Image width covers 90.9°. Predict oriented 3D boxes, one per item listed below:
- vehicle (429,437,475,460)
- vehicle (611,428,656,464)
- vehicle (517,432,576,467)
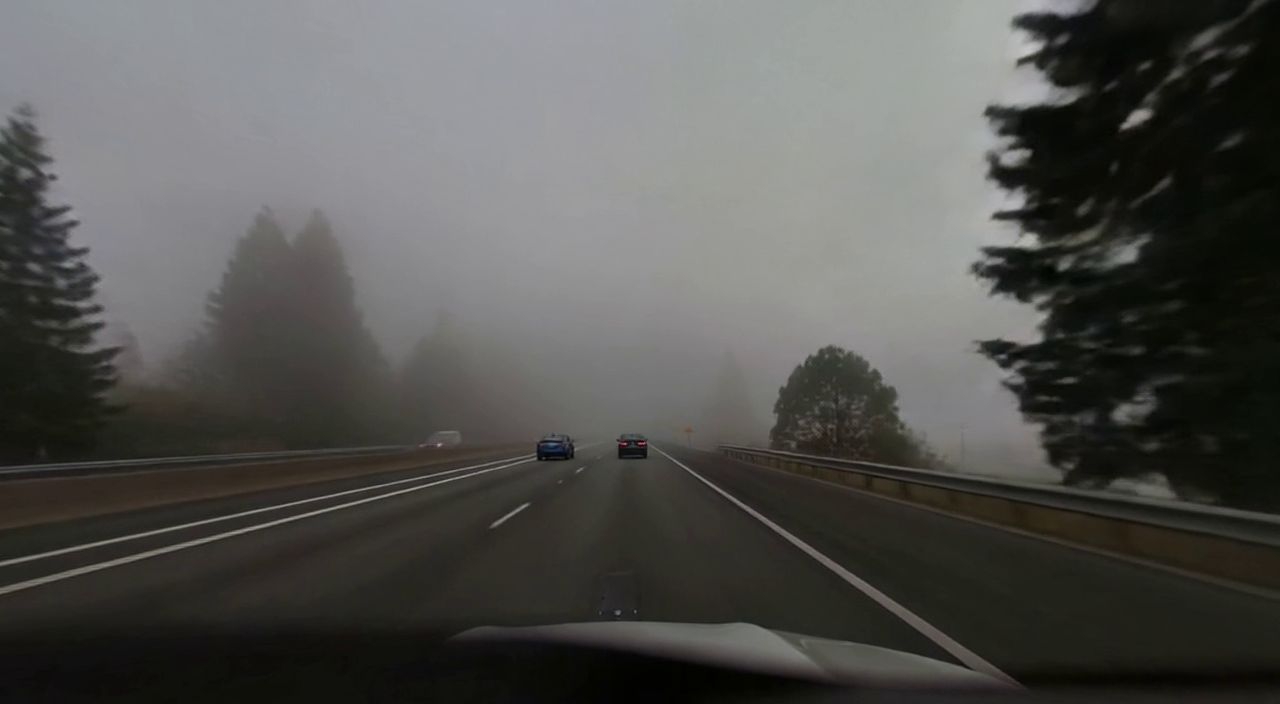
[{"bbox_3d":[-12.985,6.668,43.776,1.888,1.432,4.235,0,-8,0],"label":"vehicle"},{"bbox_3d":[-0.307,4.709,31.750,2.134,1.654,4.174,0,-8,0],"label":"vehicle"},{"bbox_3d":[-4.149,4.401,28.707,2.030,1.491,4.046,0,-8,1],"label":"vehicle"}]
